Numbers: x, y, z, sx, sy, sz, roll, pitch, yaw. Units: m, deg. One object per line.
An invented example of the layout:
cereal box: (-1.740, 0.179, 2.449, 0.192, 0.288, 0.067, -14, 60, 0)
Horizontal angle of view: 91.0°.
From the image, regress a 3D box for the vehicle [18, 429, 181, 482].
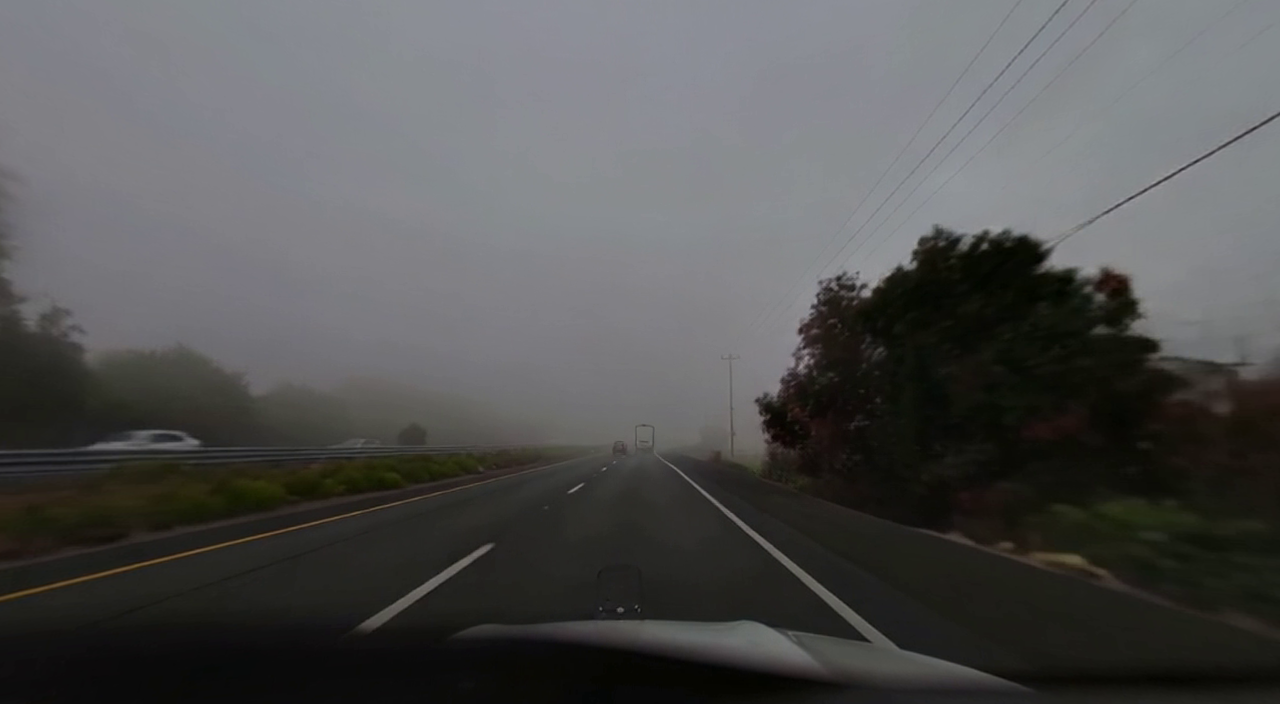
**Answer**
vehicle: (-20.837, 4.034, 24.649, 2.091, 1.842, 4.710, 0, -9, 1)

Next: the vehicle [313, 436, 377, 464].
vehicle: (-21.066, 7.015, 45.269, 2.120, 1.865, 4.831, 0, -9, 1)
